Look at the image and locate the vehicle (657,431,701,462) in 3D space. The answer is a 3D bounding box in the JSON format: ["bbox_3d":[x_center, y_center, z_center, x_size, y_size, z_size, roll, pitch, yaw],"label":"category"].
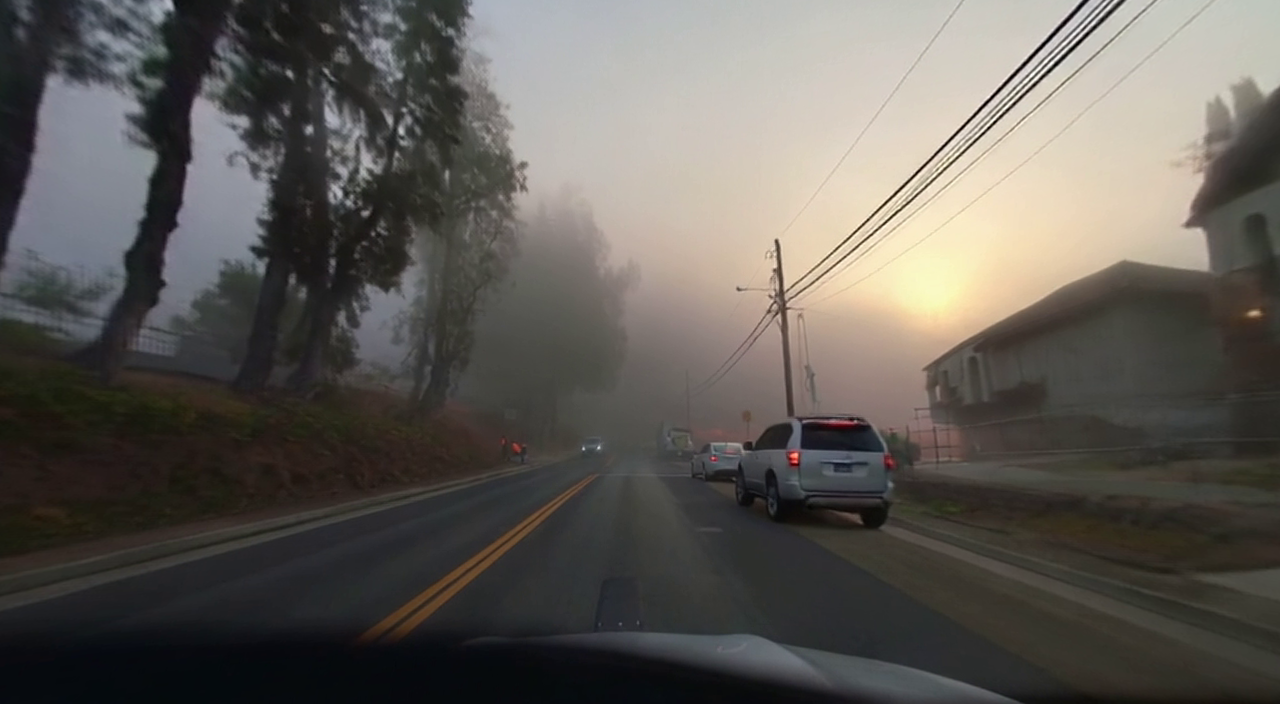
[{"bbox_3d":[2.782,7.044,46.863,2.759,2.114,6.152,0,-9,-1],"label":"vehicle"}]

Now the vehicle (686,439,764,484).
[{"bbox_3d":[2.989,3.988,23.247,2.006,1.482,4.722,1,-9,-3],"label":"vehicle"}]

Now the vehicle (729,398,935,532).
[{"bbox_3d":[3.176,2.044,11.827,2.293,1.957,4.934,0,-9,0],"label":"vehicle"}]
